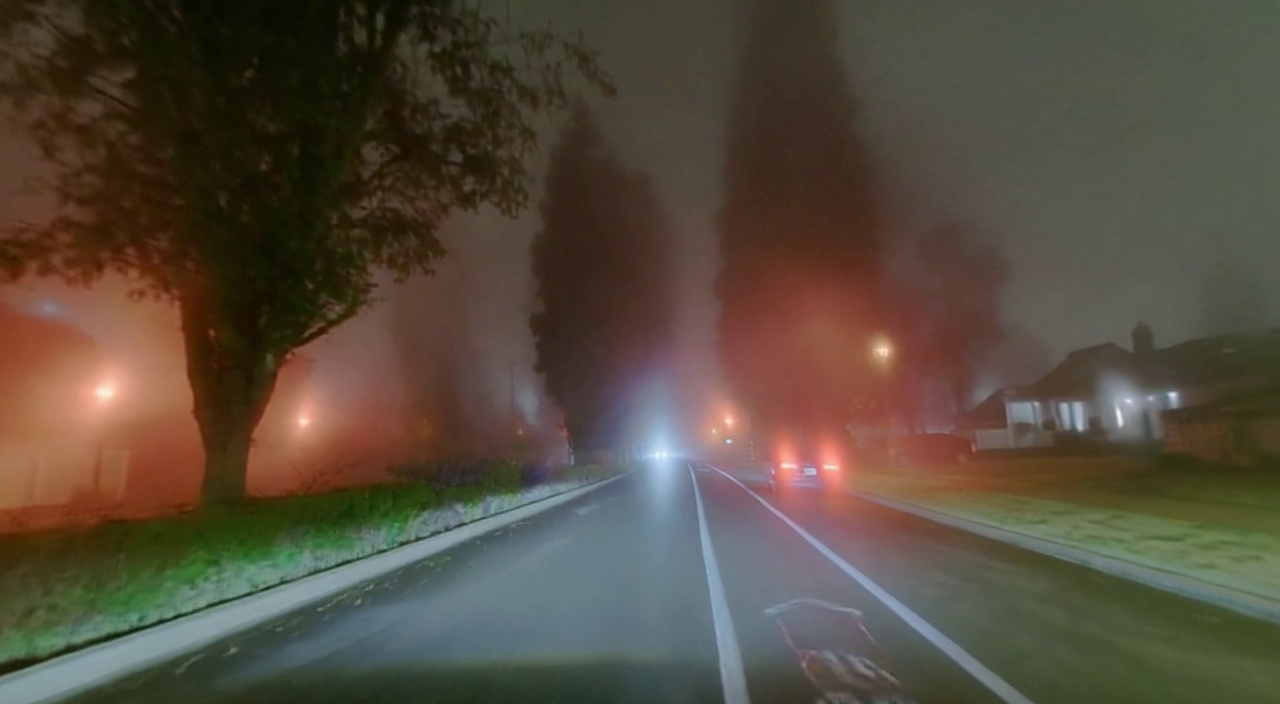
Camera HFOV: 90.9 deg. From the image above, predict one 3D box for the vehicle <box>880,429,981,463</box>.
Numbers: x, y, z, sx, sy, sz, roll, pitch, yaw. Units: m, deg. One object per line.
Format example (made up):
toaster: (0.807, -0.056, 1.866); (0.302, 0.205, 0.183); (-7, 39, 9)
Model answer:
vehicle: (13.634, 4.448, 29.766); (3.827, 1.512, 1.855); (-1, -8, 5)

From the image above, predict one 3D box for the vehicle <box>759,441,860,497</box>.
vehicle: (5.119, 3.558, 19.723); (1.979, 1.524, 4.578); (0, -8, 1)
